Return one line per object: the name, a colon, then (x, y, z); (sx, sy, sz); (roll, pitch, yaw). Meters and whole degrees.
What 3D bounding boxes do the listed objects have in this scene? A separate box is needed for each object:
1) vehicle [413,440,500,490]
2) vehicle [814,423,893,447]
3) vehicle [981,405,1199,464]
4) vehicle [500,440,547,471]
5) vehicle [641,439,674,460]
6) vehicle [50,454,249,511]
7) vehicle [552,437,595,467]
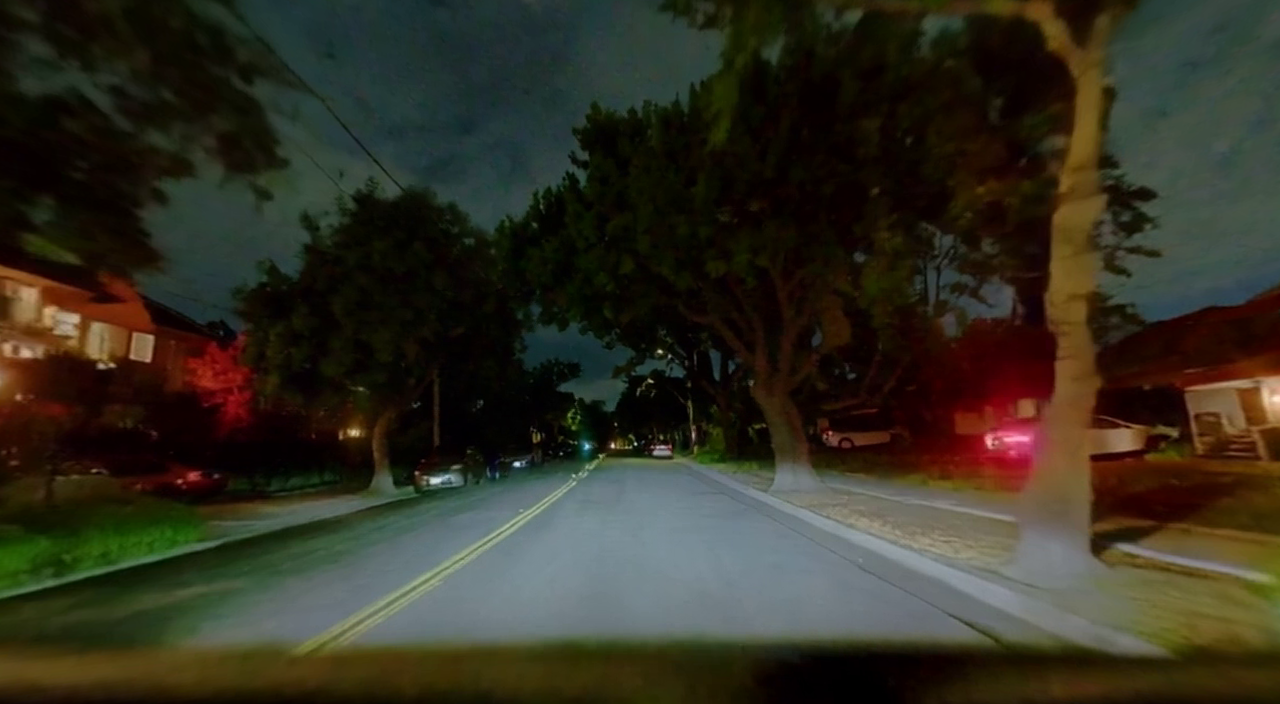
vehicle: (-6.688, 4.151, 23.537); (2.031, 1.662, 4.194); (0, -9, -1)
vehicle: (12.979, 5.114, 38.678); (4.370, 1.433, 1.889); (-2, -9, 12)
vehicle: (12.266, 2.336, 17.571); (4.389, 1.480, 2.038); (-2, -9, 9)
vehicle: (-6.918, 6.172, 37.904); (2.033, 1.721, 4.328); (0, -9, -1)
vehicle: (1.275, 7.237, 46.814); (1.996, 1.516, 4.122); (1, -9, -5)
vehicle: (-14.003, 3.690, 18.138); (4.487, 1.464, 1.889); (-2, -9, 11)
vehicle: (-3.961, 6.076, 38.380); (2.106, 1.688, 4.392); (0, -9, 0)
